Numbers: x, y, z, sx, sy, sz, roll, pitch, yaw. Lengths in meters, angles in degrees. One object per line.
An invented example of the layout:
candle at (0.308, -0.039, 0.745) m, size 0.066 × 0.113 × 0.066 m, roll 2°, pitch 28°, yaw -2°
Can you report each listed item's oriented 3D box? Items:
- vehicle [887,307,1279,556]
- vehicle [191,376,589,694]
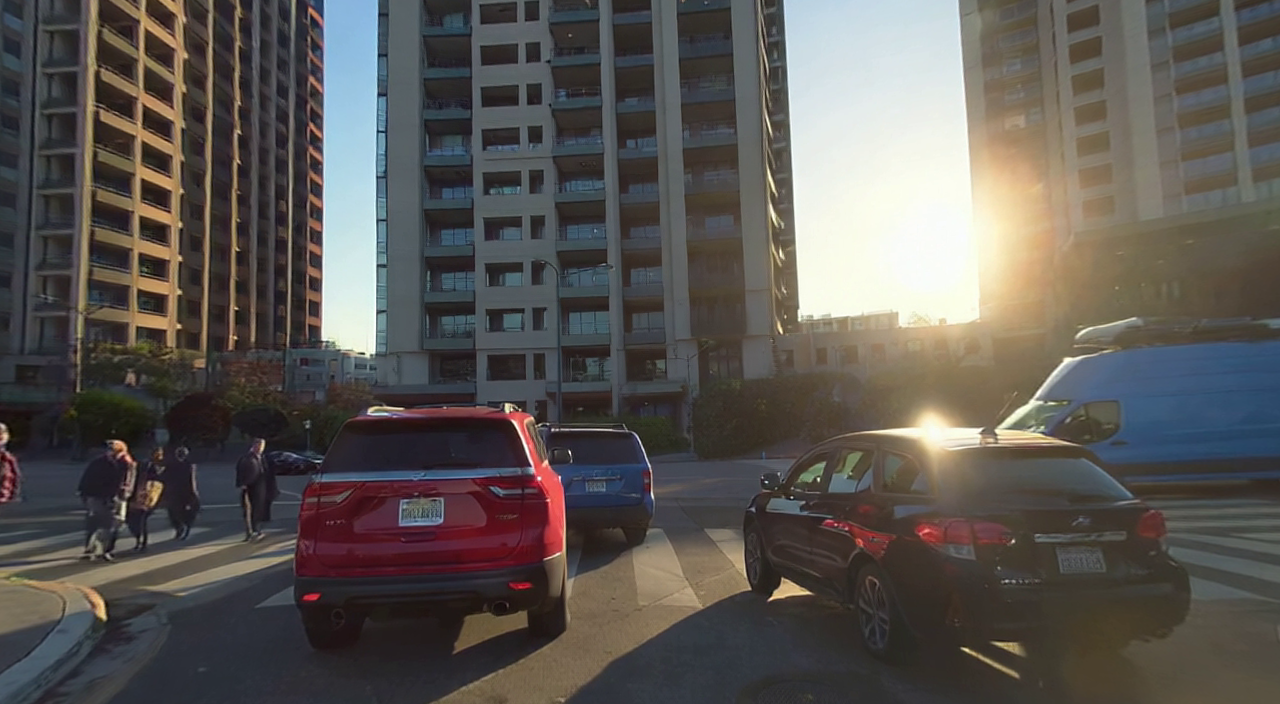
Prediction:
vehicle at (7.248, 1.022, 8.217) m, size 6.932 × 2.753 × 2.446 m, roll 0°, pitch -8°, yaw 1°
vehicle at (-1.651, 1.318, 5.708) m, size 2.144 × 1.733 × 4.115 m, roll 1°, pitch -9°, yaw -8°
